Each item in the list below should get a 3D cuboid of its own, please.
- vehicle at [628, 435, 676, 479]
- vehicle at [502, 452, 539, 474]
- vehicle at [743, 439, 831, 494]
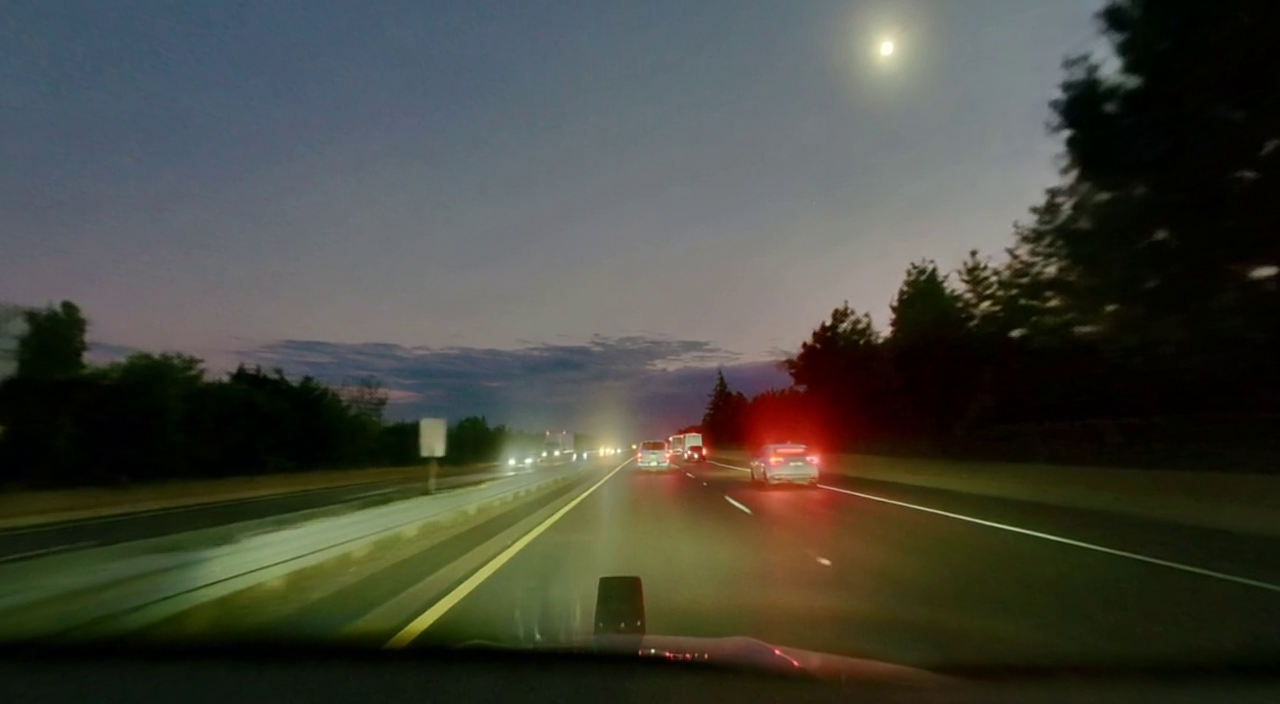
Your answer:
[{"bbox_3d":[0.528,5.031,30.400,2.143,1.925,4.101,0,-9,0],"label":"vehicle"},{"bbox_3d":[-8.552,7.962,45.389,1.884,1.486,3.974,0,-9,1],"label":"vehicle"},{"bbox_3d":[4.584,3.609,20.189,1.868,1.566,3.509,0,-9,-1],"label":"vehicle"}]
